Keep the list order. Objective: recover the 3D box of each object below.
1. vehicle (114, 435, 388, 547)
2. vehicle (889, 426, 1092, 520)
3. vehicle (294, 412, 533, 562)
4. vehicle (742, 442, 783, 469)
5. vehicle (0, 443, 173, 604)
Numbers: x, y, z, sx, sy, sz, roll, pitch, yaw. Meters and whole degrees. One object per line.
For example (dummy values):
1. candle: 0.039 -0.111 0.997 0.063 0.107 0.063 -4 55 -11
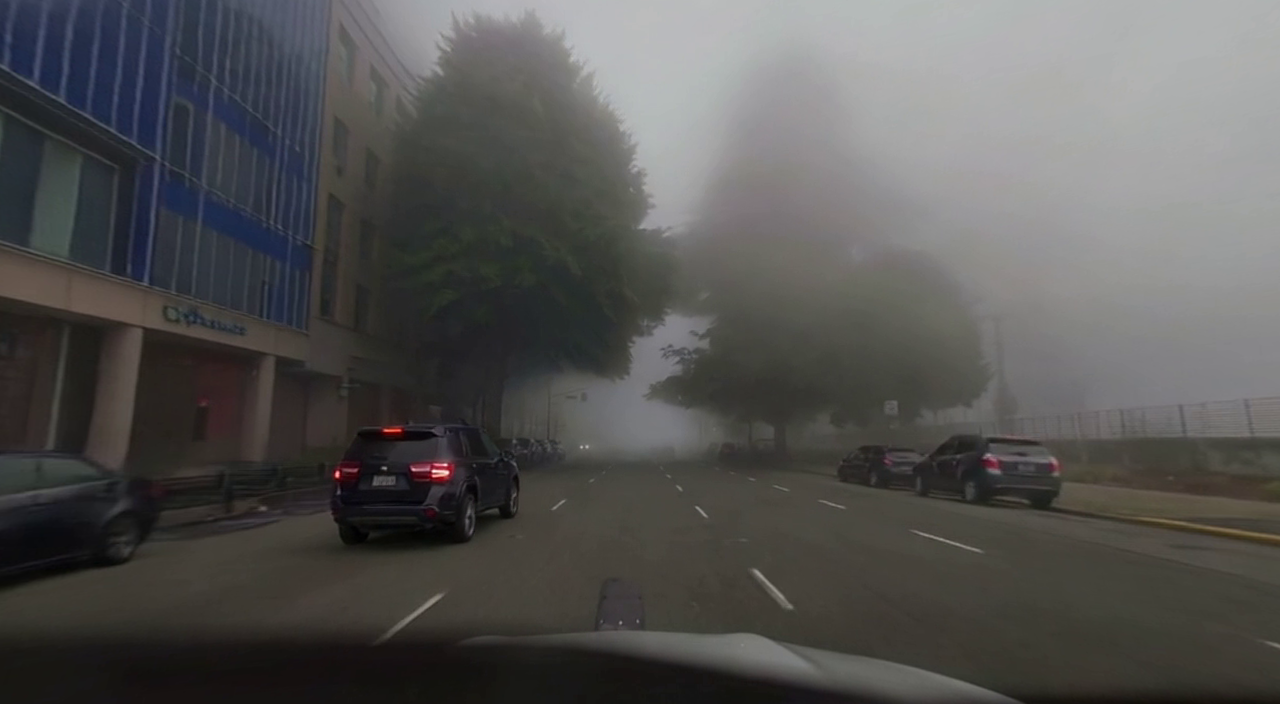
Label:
1. vehicle: -6.801 2.437 11.942 2.071 1.631 4.936 0 -8 -1
2. vehicle: 9.183 3.201 17.404 2.249 2.117 5.743 0 -8 0
3. vehicle: -3.066 1.920 9.739 2.002 1.756 4.366 -1 -8 1
4. vehicle: 9.294 7.883 48.278 2.129 1.929 5.537 -1 -8 1
5. vehicle: -6.878 1.591 5.792 1.832 1.488 4.405 0 -8 0
